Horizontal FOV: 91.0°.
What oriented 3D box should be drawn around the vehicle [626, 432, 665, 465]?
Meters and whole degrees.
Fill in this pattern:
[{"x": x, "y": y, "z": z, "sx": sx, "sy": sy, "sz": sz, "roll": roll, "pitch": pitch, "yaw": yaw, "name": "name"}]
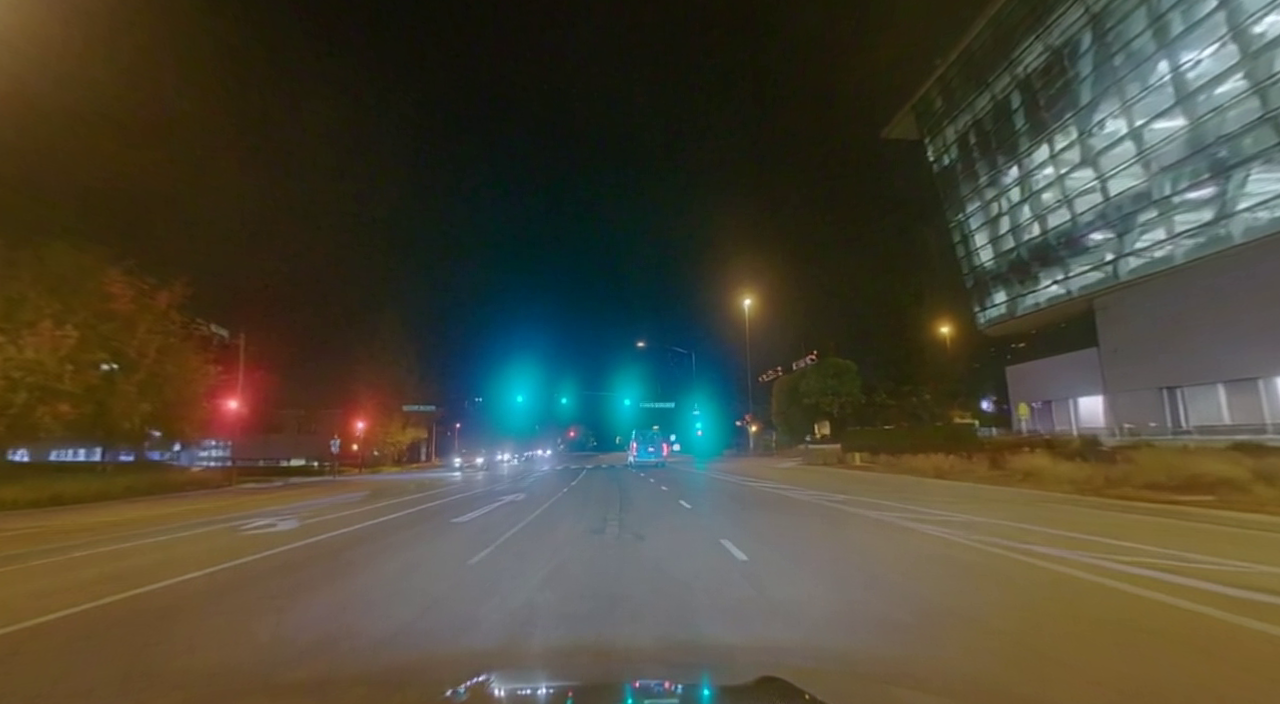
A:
[{"x": 0.342, "y": 7.002, "z": 45.948, "sx": 2.339, "sy": 2.244, "sz": 4.817, "roll": 0, "pitch": -8, "yaw": -6, "name": "vehicle"}]
